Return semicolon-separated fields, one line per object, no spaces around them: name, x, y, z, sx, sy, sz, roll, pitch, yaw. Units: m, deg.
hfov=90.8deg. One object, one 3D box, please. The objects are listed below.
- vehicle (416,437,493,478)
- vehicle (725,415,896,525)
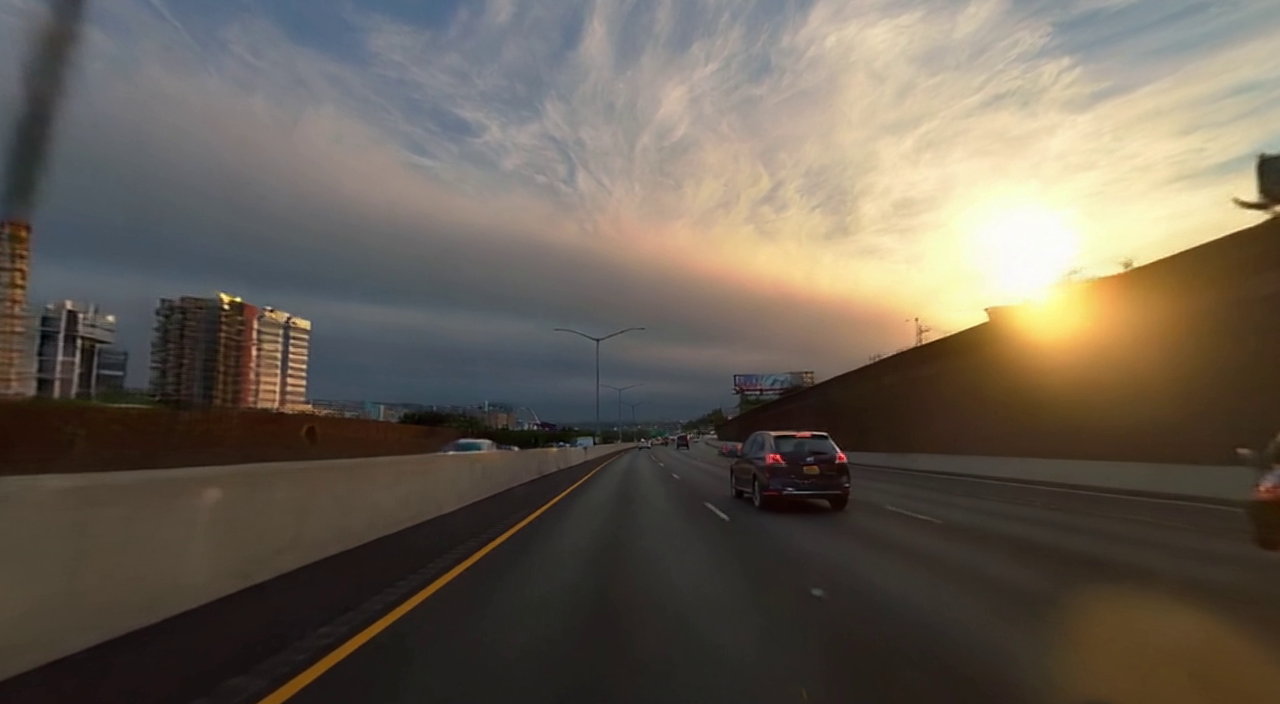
vehicle;-7.281;4.158;25.157;1.945;1.473;3.701;0;-8;0
vehicle;2.975;2.182;12.164;1.973;1.710;4.476;0;-8;-1
